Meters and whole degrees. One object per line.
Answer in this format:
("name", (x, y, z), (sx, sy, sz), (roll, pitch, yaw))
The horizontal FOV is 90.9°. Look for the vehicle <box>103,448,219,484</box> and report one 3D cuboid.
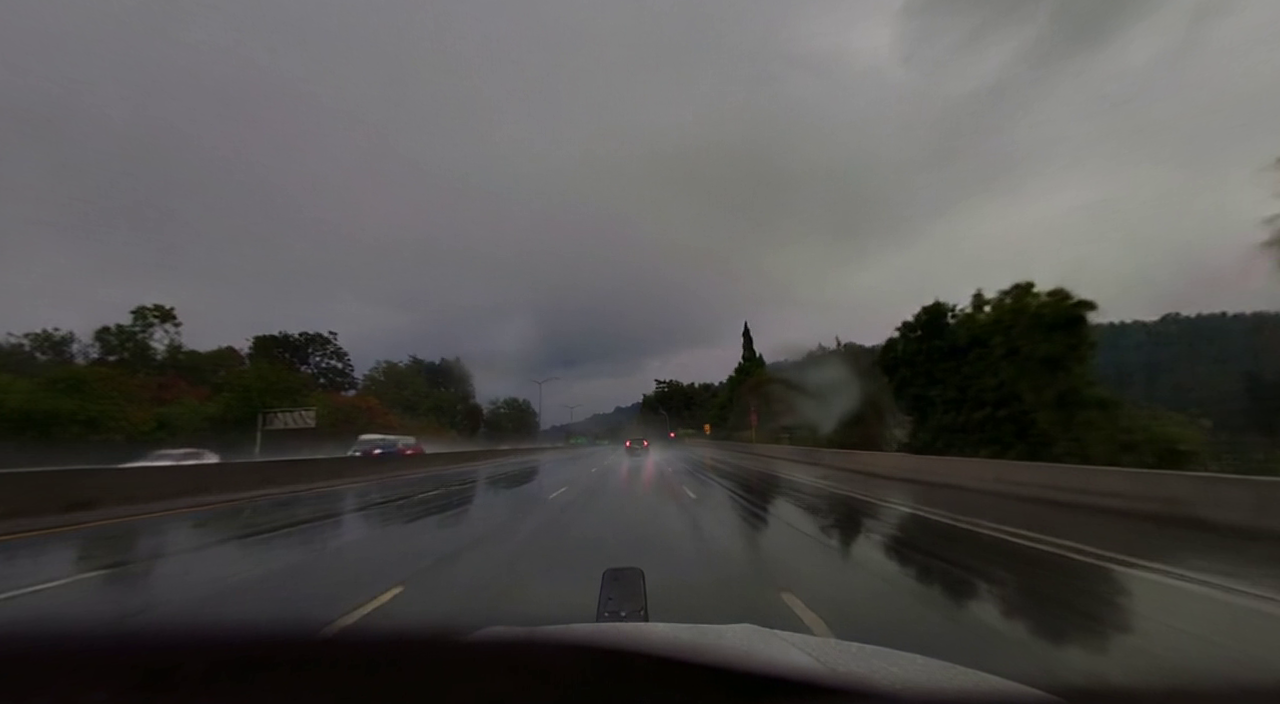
("vehicle", (-20.630, 4.886, 27.389), (1.810, 1.416, 3.982), (0, -8, 2))
